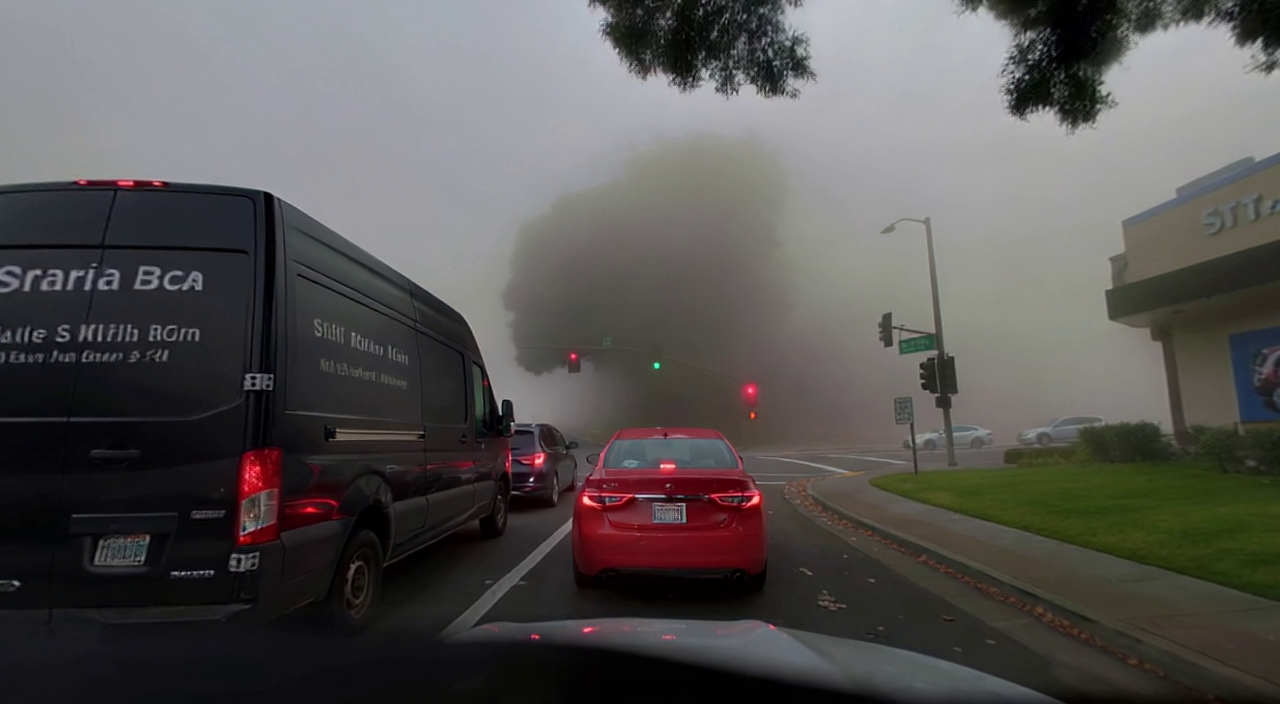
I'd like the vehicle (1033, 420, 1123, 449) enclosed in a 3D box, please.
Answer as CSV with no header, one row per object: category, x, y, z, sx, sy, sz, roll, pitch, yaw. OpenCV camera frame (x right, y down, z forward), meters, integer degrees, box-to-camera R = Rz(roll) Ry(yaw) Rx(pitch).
vehicle,32.077,6.079,46.146,5.084,2.041,2.360,2,-9,-10

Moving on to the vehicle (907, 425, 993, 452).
vehicle,21.929,6.127,44.592,5.021,1.848,2.210,1,-9,-9

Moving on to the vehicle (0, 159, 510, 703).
vehicle,-3.143,0.926,5.851,2.555,3.035,5.702,0,-8,1

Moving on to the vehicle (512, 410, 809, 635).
vehicle,0.305,1.686,7.306,2.398,1.773,4.254,-1,-8,4
